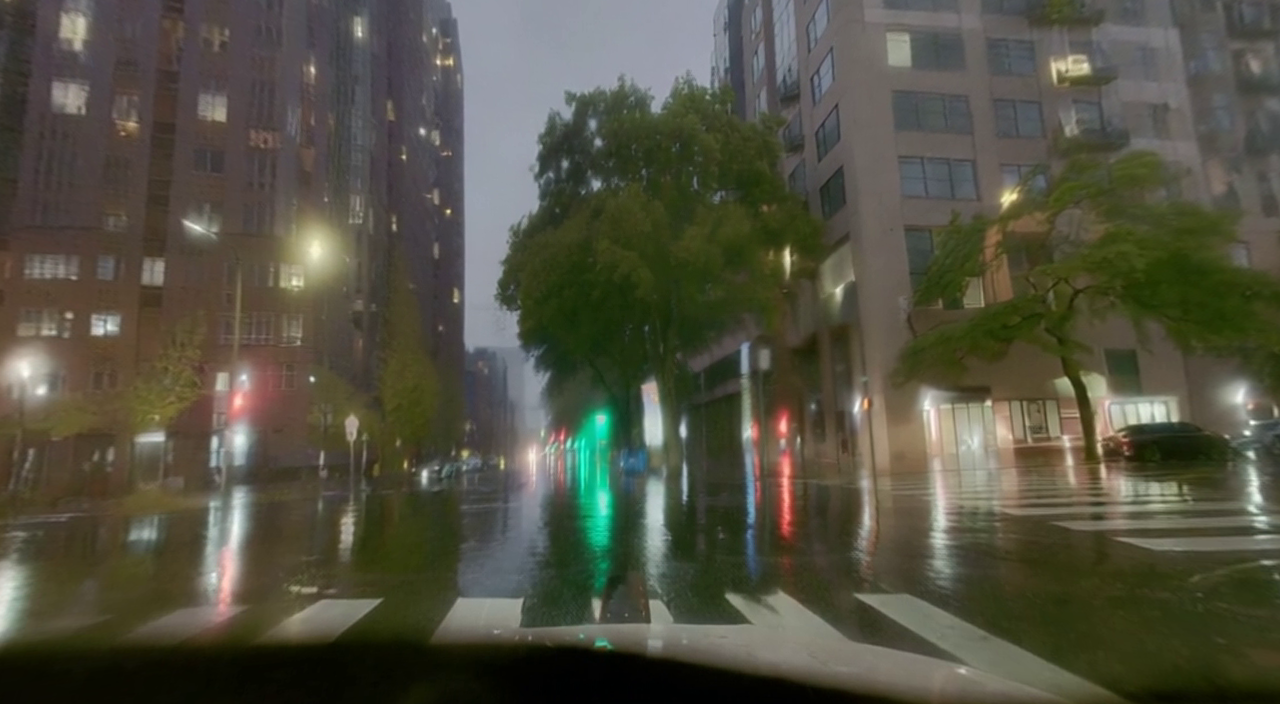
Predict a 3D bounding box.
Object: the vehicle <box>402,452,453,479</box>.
[{"bbox_3d":[-12.896,6.907,38.530,2.033,1.491,4.298,1,-9,-6],"label":"vehicle"}]
